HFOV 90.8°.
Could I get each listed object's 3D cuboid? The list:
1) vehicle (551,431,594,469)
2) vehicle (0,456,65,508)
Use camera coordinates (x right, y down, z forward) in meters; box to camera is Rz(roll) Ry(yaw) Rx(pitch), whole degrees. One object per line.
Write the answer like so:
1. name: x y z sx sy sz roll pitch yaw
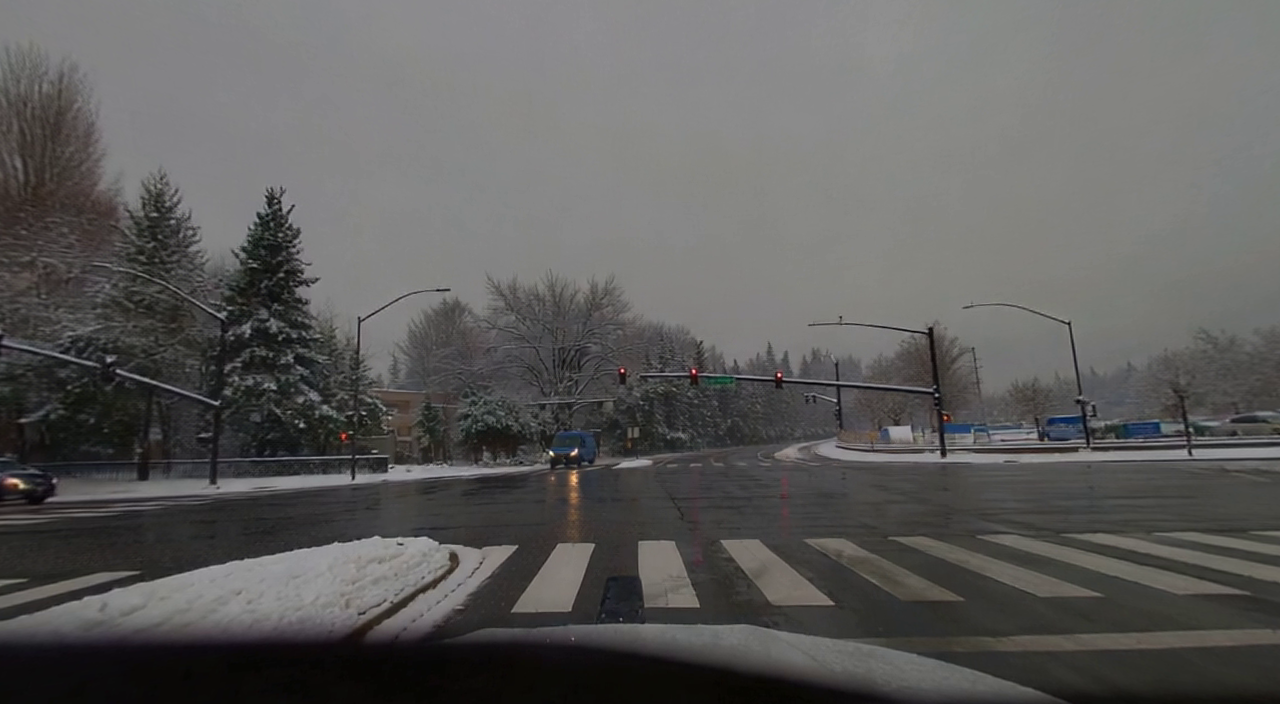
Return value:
1. vehicle: -4.608 6.772 43.887 2.465 2.404 5.791 0 -8 -1
2. vehicle: -34.593 6.937 34.245 5.861 2.543 2.529 -4 -9 22
